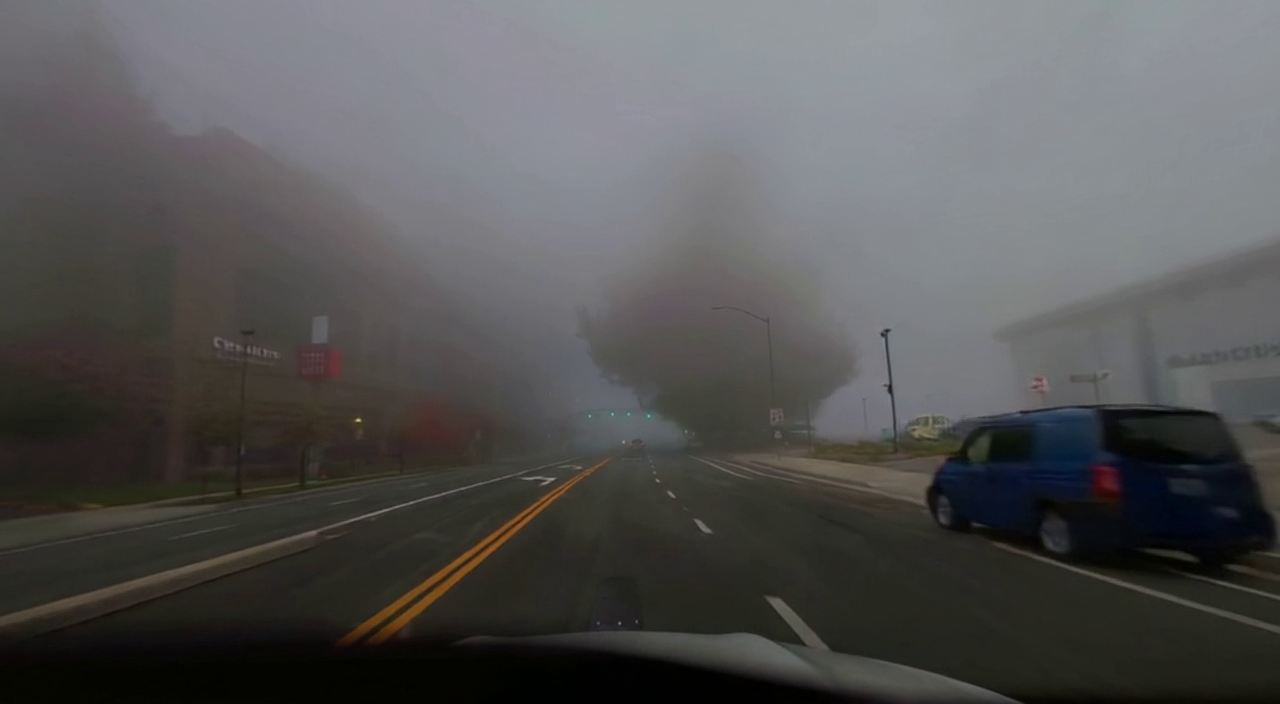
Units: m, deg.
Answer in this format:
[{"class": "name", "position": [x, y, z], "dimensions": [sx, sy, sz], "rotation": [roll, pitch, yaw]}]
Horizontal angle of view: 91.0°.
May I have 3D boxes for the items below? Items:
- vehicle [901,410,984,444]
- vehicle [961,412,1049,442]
[{"class": "vehicle", "position": [16.916, 4.284, 35.527], "dimensions": [2.059, 1.788, 4.708], "rotation": [1, -8, -4]}, {"class": "vehicle", "position": [19.822, 4.154, 34.421], "dimensions": [2.021, 1.472, 4.047], "rotation": [1, -8, -8]}]
